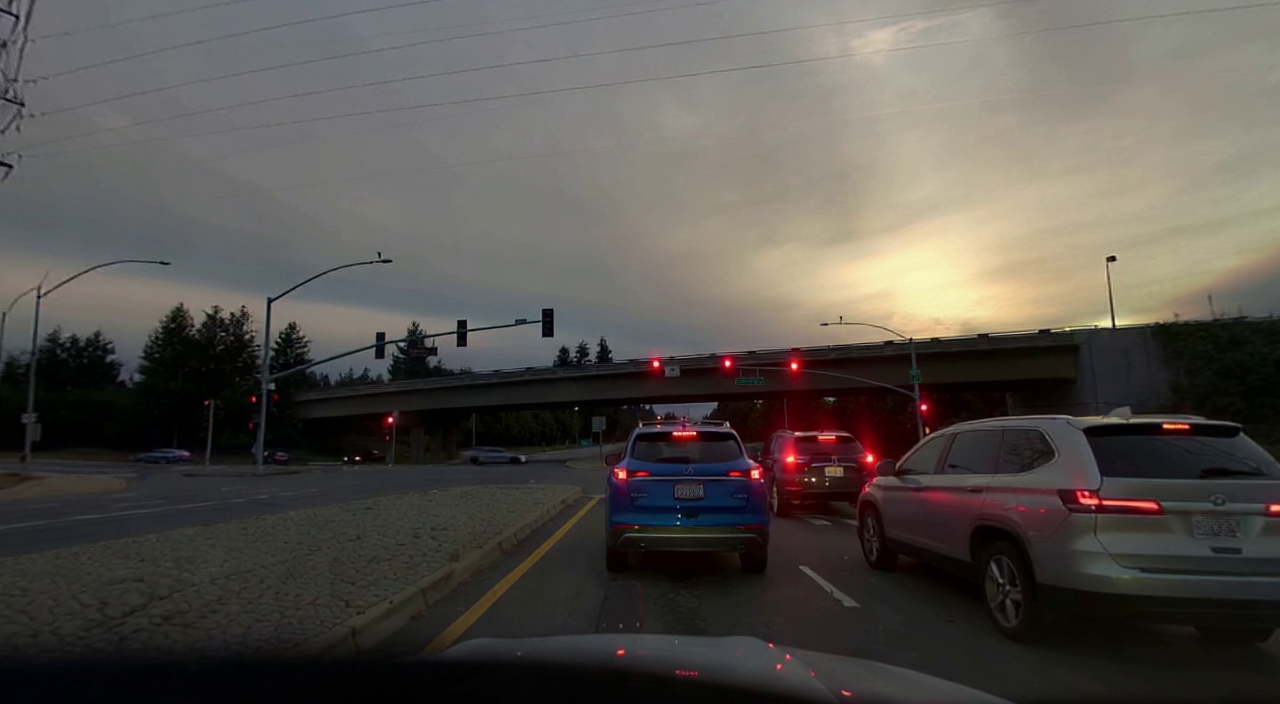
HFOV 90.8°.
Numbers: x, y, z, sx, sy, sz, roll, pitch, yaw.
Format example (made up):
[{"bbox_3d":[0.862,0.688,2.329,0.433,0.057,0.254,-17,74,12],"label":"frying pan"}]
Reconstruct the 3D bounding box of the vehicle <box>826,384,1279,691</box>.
[{"bbox_3d":[3.401,1.338,5.786,1.990,1.649,4.625,0,-8,0],"label":"vehicle"}]

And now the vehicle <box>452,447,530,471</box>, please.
[{"bbox_3d":[-9.287,6.691,39.659,4.411,1.466,1.998,0,-8,-2],"label":"vehicle"}]

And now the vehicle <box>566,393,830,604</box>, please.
[{"bbox_3d":[0.440,1.562,7.618,2.240,1.778,4.335,0,-8,-2],"label":"vehicle"}]
